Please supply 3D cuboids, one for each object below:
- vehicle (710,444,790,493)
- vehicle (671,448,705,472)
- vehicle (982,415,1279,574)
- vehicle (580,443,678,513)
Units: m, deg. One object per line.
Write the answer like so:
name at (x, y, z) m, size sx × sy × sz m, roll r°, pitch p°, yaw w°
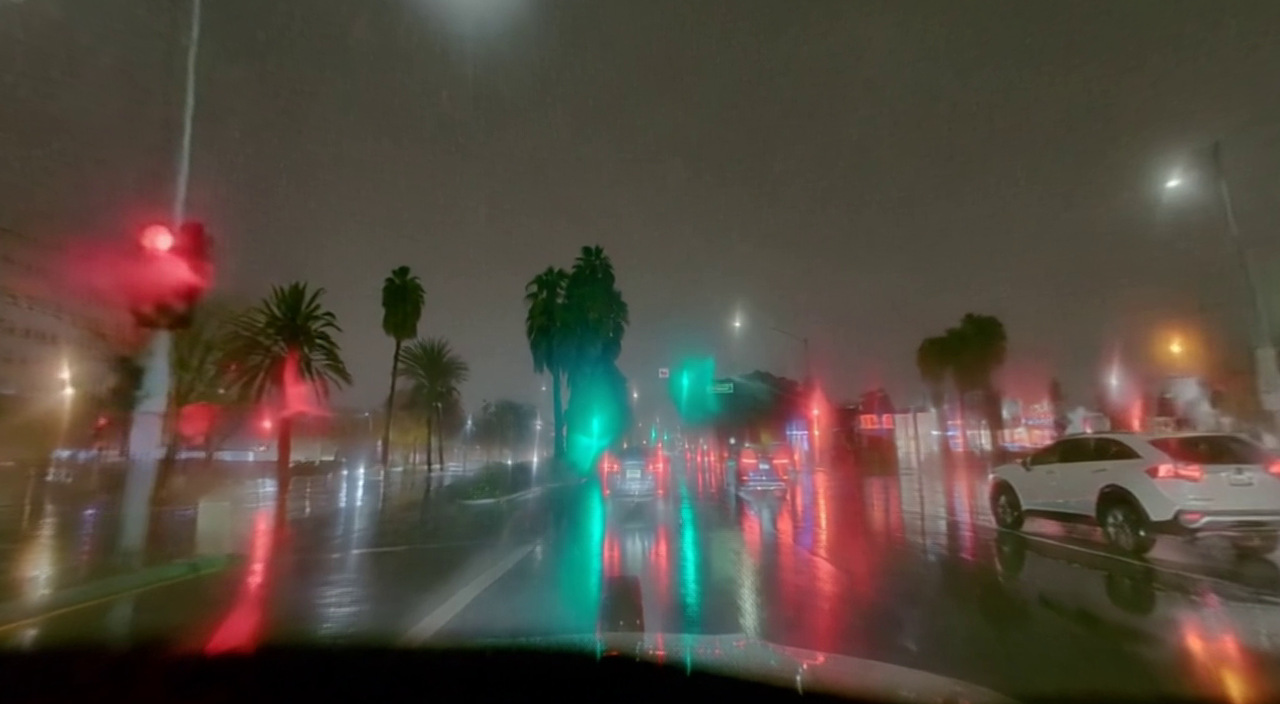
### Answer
vehicle at (3.708, 3.995, 22.104) m, size 1.892 × 1.532 × 4.177 m, roll 0°, pitch -8°, yaw -2°
vehicle at (3.326, 7.595, 44.756) m, size 2.012 × 1.570 × 4.600 m, roll 0°, pitch -8°, yaw 0°
vehicle at (6.934, 1.817, 8.832) m, size 1.940 × 1.674 × 4.085 m, roll 0°, pitch -8°, yaw -1°
vehicle at (-0.280, 3.005, 15.605) m, size 2.110 × 1.487 × 3.873 m, roll 0°, pitch -8°, yaw -1°
